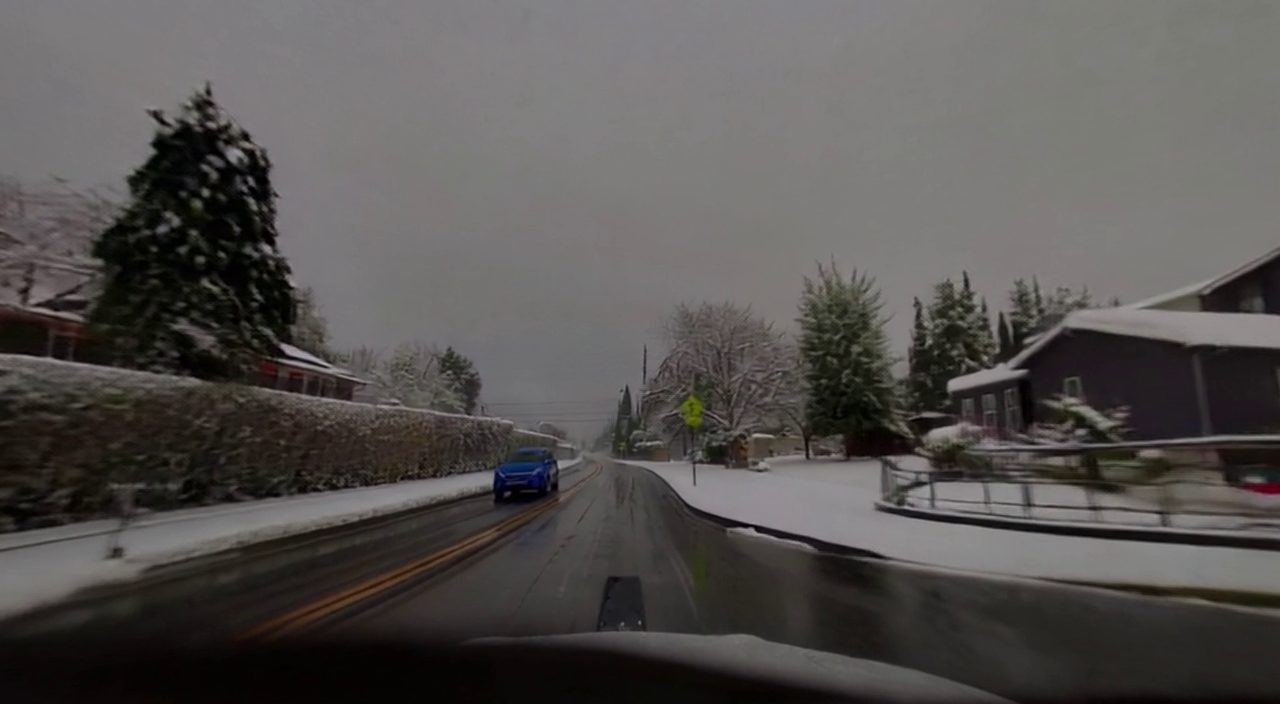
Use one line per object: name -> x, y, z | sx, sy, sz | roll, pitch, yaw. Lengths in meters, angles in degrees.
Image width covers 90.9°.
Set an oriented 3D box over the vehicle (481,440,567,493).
vehicle -> -3.928, 4.020, 22.158 | 2.036, 1.657, 4.391 | 0, -10, 2
